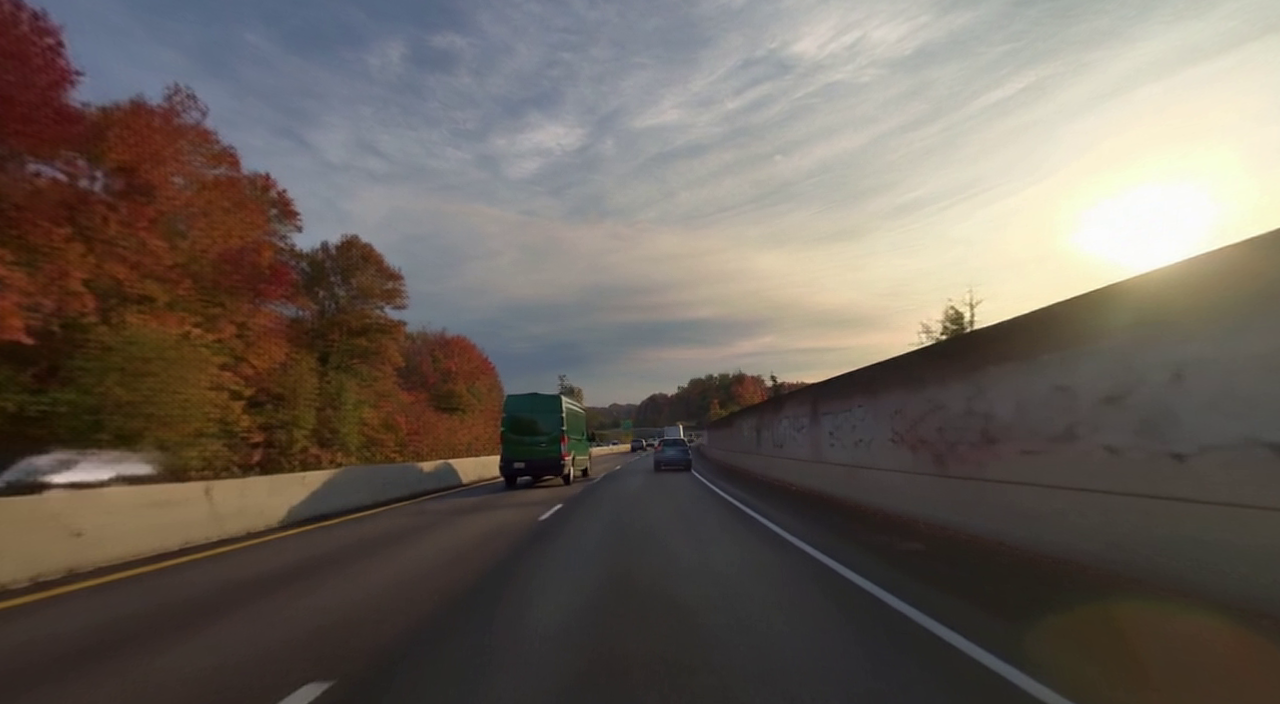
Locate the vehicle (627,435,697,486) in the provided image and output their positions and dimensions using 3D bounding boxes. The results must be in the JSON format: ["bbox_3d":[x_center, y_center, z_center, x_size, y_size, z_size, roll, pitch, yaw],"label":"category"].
[{"bbox_3d":[0.691,3.499,20.654,2.071,1.487,3.948,0,-8,1],"label":"vehicle"}]

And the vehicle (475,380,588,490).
[{"bbox_3d":[-2.930,2.451,18.458,2.334,2.769,5.087,0,-8,0],"label":"vehicle"}]
